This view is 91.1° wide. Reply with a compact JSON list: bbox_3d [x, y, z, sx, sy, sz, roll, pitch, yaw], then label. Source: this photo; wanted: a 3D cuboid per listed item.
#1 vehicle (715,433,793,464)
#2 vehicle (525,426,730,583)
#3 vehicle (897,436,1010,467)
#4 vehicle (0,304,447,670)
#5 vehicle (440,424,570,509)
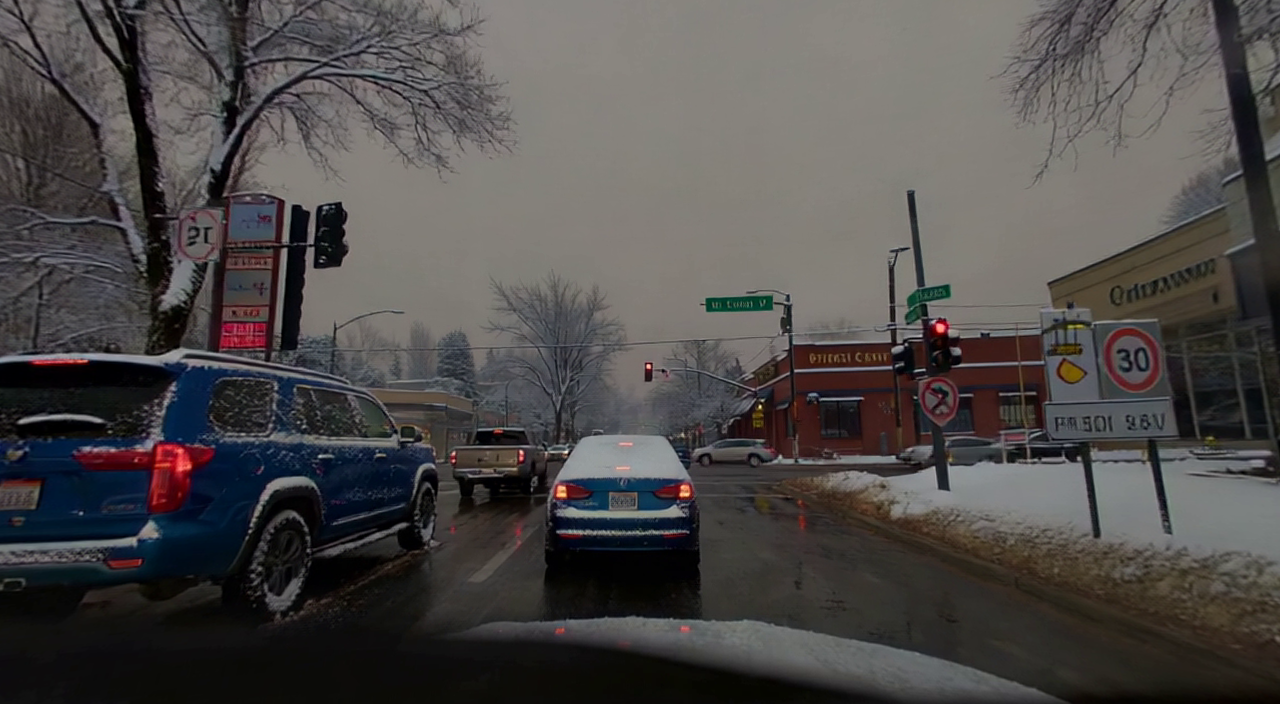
[{"bbox_3d":[6.859,5.807,37.769,4.116,1.719,2.069,-5,-10,28],"label":"vehicle"},{"bbox_3d":[-0.154,1.776,8.171,1.966,1.481,4.146,0,-8,-1],"label":"vehicle"},{"bbox_3d":[16.031,5.123,32.341,4.809,1.476,1.845,-2,-9,10],"label":"vehicle"},{"bbox_3d":[-3.809,1.129,6.220,2.152,2.118,5.066,0,-8,0],"label":"vehicle"},{"bbox_3d":[-2.917,2.595,14.599,2.047,1.664,4.148,0,-8,1],"label":"vehicle"}]
